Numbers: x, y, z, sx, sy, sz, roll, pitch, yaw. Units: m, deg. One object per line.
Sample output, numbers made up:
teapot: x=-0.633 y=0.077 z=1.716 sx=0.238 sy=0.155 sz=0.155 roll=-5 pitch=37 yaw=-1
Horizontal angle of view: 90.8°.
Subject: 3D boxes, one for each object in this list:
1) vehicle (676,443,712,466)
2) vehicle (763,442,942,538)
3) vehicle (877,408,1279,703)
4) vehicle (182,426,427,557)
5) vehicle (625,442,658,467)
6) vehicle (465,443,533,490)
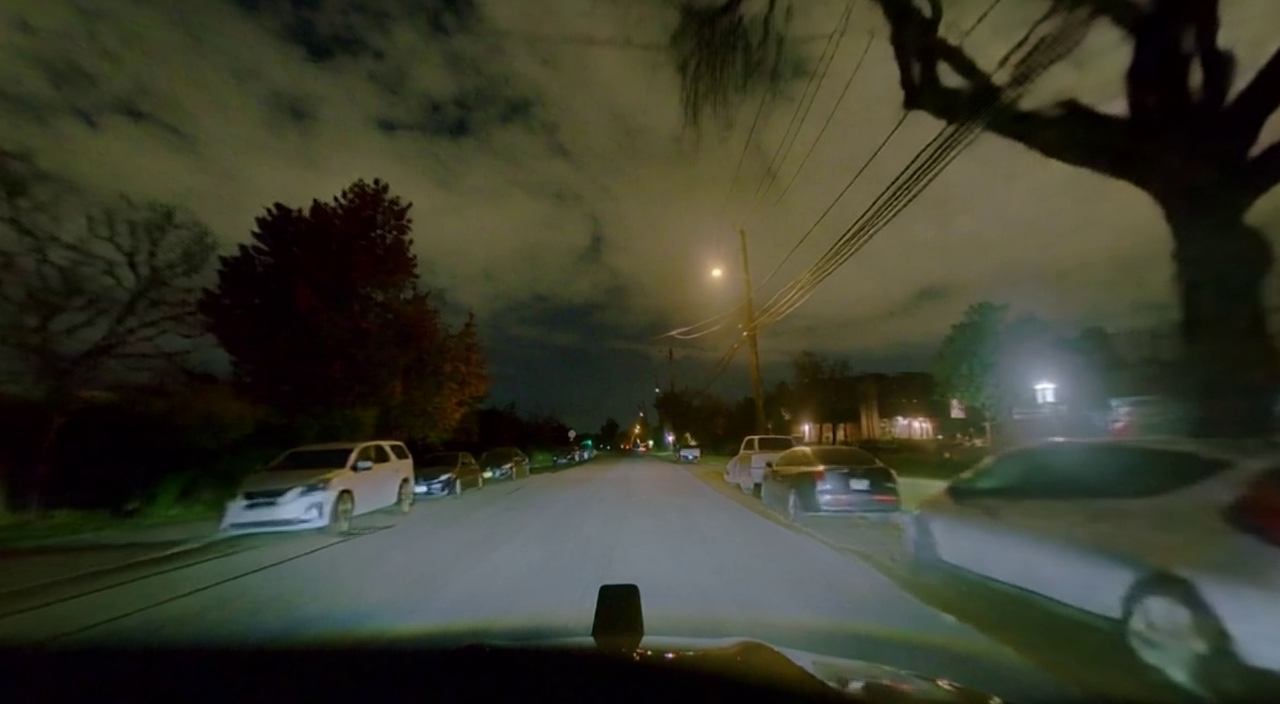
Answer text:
vehicle: x=3.948 y=7.611 z=46.993 sx=2.144 sy=1.572 sz=5.026 roll=0 pitch=-8 yaw=0
vehicle: x=3.691 y=2.449 z=11.961 sx=1.789 sy=1.435 sz=4.499 roll=0 pitch=-8 yaw=0
vehicle: x=3.792 y=1.292 z=4.820 sx=2.039 sy=1.480 sz=4.831 roll=-1 pitch=-9 yaw=-1
vehicle: x=-5.925 y=2.424 z=12.073 sx=2.115 sy=1.820 sz=5.002 roll=-3 pitch=-7 yaw=-2
vehicle: x=0.053 y=6.784 z=41.998 sx=2.062 sy=1.509 sz=4.305 roll=0 pitch=-9 yaw=-1
vehicle: x=-6.028 y=4.891 z=27.548 sx=1.769 sy=1.572 sz=4.990 roll=-4 pitch=-6 yaw=0
